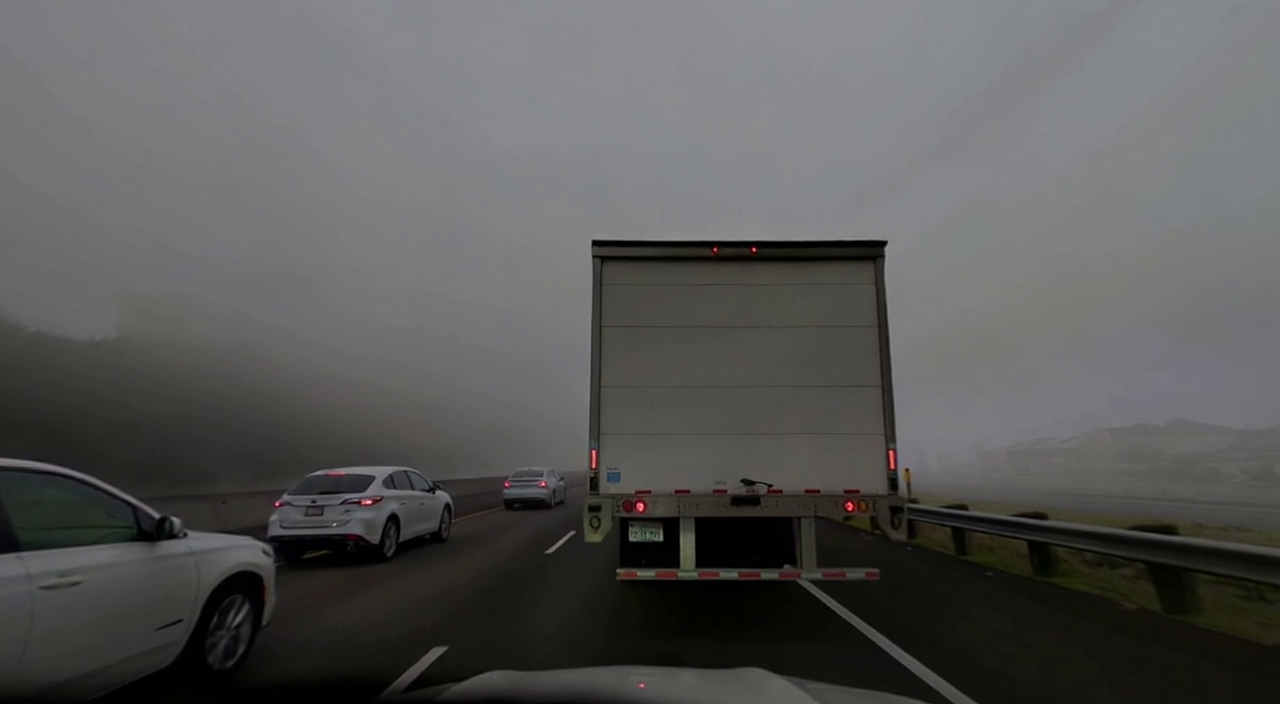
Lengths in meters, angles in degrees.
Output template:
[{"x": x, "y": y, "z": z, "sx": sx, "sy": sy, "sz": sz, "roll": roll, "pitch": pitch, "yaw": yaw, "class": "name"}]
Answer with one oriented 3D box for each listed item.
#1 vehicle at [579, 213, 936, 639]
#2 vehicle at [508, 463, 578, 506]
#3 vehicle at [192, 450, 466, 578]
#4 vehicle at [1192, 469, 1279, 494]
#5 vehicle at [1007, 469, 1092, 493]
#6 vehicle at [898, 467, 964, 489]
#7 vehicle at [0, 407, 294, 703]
[{"x": 0.871, "y": 1.318, "z": 9.561, "sx": 2.831, "sy": 3.529, "sz": 8.689, "roll": 1, "pitch": -11, "yaw": -1, "class": "vehicle"}, {"x": -3.710, "y": 5.192, "z": 24.970, "sx": 1.964, "sy": 1.482, "sz": 4.371, "roll": 0, "pitch": -11, "yaw": 1, "class": "vehicle"}, {"x": -4.301, "y": 2.338, "z": 9.736, "sx": 1.946, "sy": 1.469, "sz": 4.431, "roll": 1, "pitch": -11, "yaw": 0, "class": "vehicle"}, {"x": 37.975, "y": 8.204, "z": 39.983, "sx": 3.974, "sy": 1.485, "sz": 1.709, "roll": 0, "pitch": -11, "yaw": 4, "class": "vehicle"}, {"x": 27.106, "y": 8.522, "z": 41.861, "sx": 4.299, "sy": 1.465, "sz": 1.807, "roll": -3, "pitch": -11, "yaw": 20, "class": "vehicle"}, {"x": 21.451, "y": 9.263, "z": 46.490, "sx": 4.107, "sy": 1.485, "sz": 1.796, "roll": -6, "pitch": -13, "yaw": 33, "class": "vehicle"}, {"x": -3.474, "y": 0.892, "z": 2.025, "sx": 1.983, "sy": 1.509, "sz": 4.679, "roll": 0, "pitch": -11, "yaw": 1, "class": "vehicle"}]
